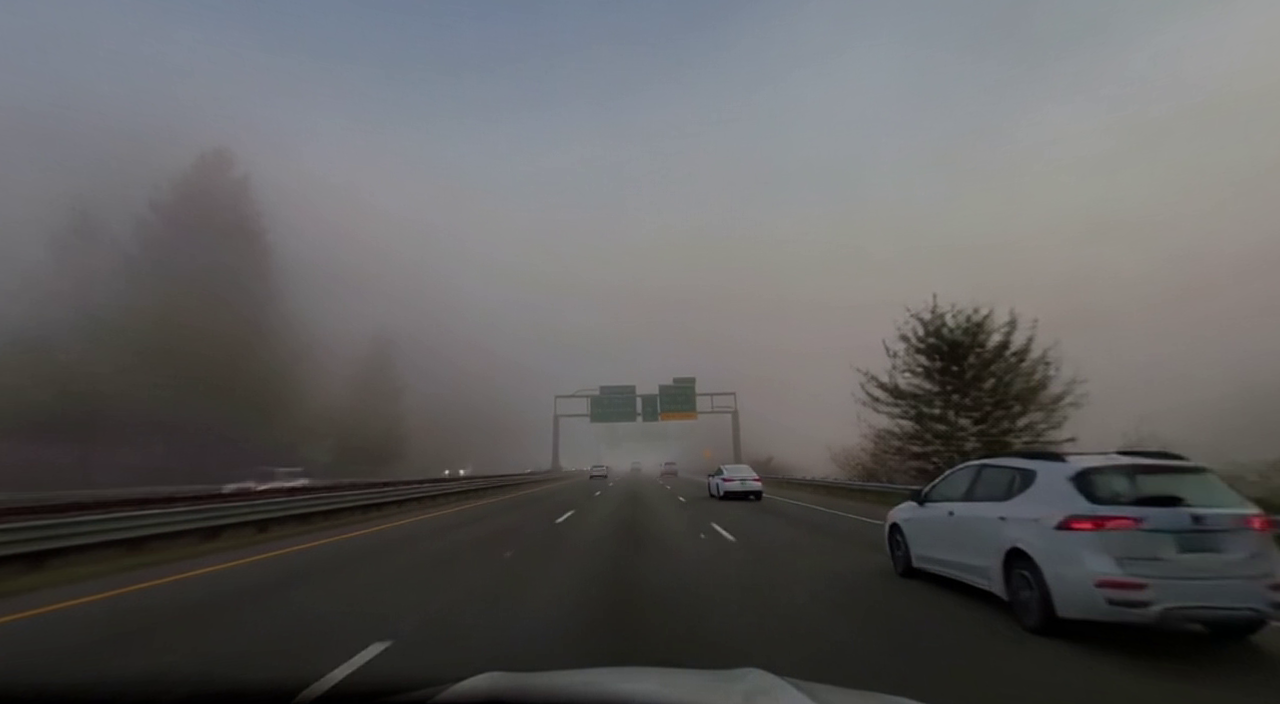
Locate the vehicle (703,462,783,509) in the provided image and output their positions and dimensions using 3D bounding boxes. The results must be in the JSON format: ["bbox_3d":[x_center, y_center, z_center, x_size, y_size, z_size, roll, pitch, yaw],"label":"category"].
[{"bbox_3d":[3.600,4.802,22.934,2.051,1.472,4.547,1,-10,-1],"label":"vehicle"}]

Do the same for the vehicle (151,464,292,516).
[{"bbox_3d":[-12.996,4.281,19.858,1.893,1.440,3.550,0,-10,1],"label":"vehicle"}]

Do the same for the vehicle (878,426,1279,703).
[{"bbox_3d":[4.070,1.615,5.572,2.010,1.579,4.679,1,-10,-1],"label":"vehicle"}]
